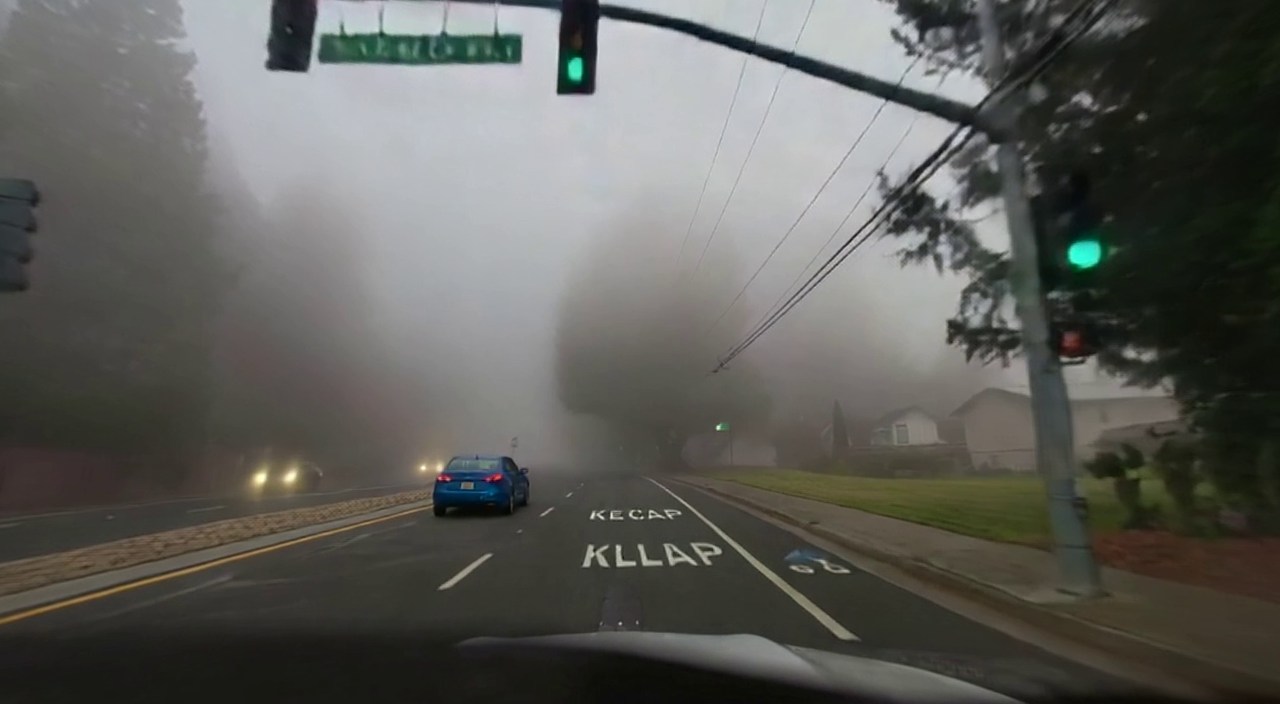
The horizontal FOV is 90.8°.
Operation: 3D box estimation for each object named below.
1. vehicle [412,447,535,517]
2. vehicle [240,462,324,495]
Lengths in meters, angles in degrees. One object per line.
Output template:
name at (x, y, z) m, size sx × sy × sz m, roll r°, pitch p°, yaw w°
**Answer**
vehicle at (-4.044, 3.220, 16.230) m, size 1.980 × 1.508 × 4.502 m, roll 0°, pitch -9°, yaw -1°
vehicle at (-18.332, 6.462, 32.628) m, size 1.874 × 1.494 × 4.395 m, roll 0°, pitch -9°, yaw -2°
